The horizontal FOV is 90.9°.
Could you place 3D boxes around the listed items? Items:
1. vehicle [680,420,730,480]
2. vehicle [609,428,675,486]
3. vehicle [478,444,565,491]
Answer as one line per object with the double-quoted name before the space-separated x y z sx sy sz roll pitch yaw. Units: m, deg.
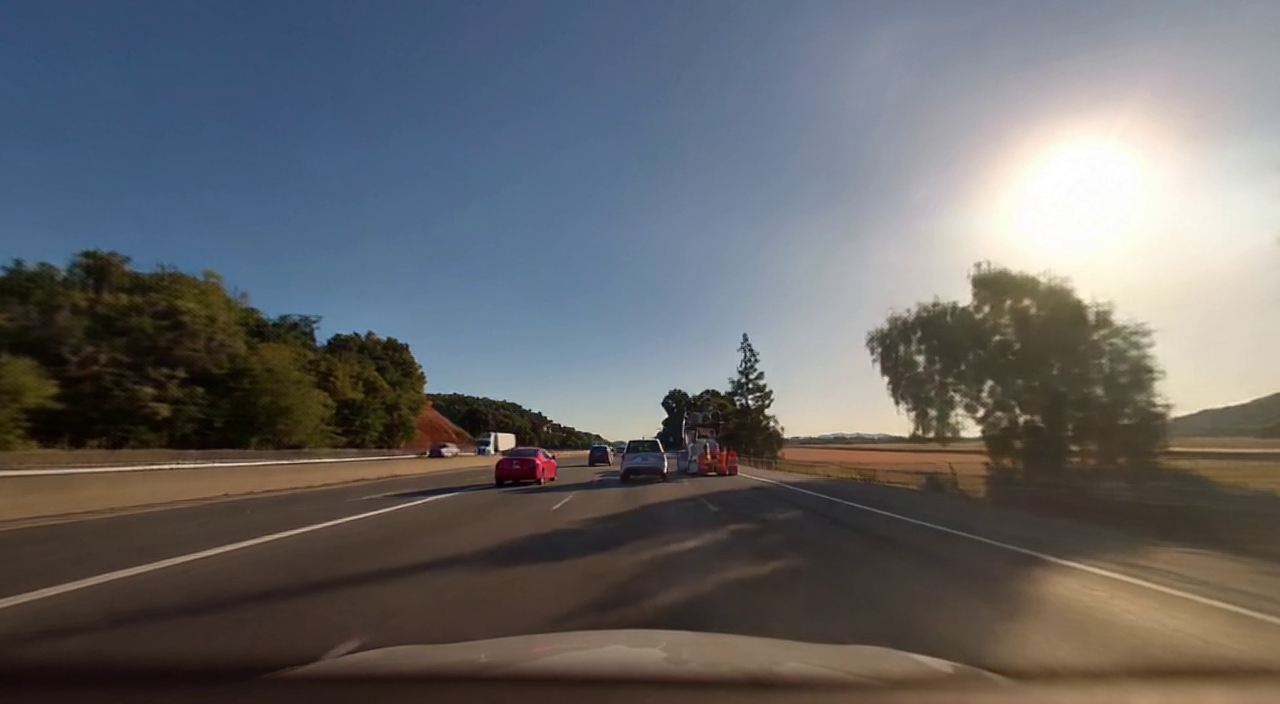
"vehicle" 4.495 7.077 45.780 2.793 3.828 9.580 0 -9 1
"vehicle" 0.085 4.011 24.406 2.308 1.993 4.631 0 -8 1
"vehicle" -4.023 3.966 22.150 2.096 1.469 4.319 0 -8 2
